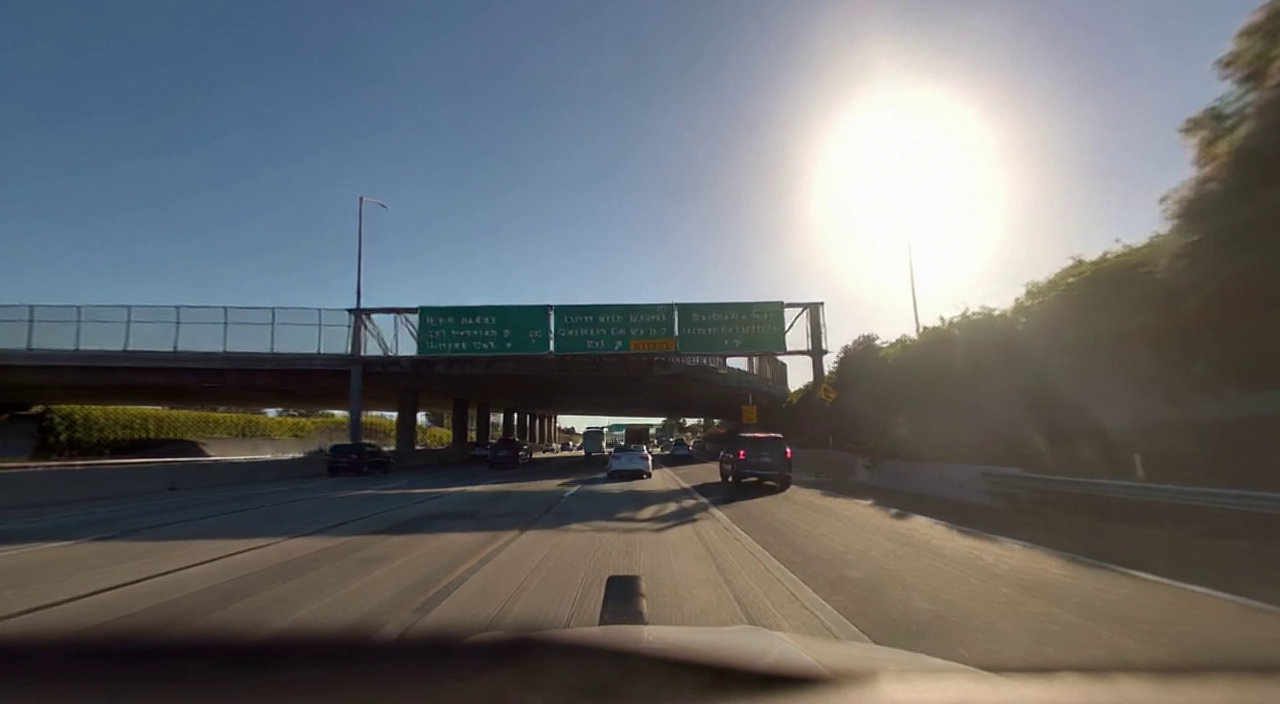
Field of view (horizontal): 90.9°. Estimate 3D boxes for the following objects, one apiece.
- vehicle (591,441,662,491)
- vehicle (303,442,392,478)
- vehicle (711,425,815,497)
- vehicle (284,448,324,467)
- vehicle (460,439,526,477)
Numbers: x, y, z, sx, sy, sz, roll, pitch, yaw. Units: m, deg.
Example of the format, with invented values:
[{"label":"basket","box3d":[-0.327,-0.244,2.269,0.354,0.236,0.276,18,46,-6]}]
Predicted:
[{"label":"vehicle","box3d":[-0.389,3.638,20.527,2.042,1.446,4.269,0,-9,0]},{"label":"vehicle","box3d":[-14.449,5.349,31.559,2.055,1.628,4.898,0,-9,1]},{"label":"vehicle","box3d":[3.314,3.050,17.973,2.001,1.771,4.250,0,-9,-1]},{"label":"vehicle","box3d":[-26.440,8.308,49.733,1.453,1.354,3.260,-3,-9,-1]},{"label":"vehicle","box3d":[-6.834,4.974,29.837,2.060,1.669,4.242,0,-9,0]}]
